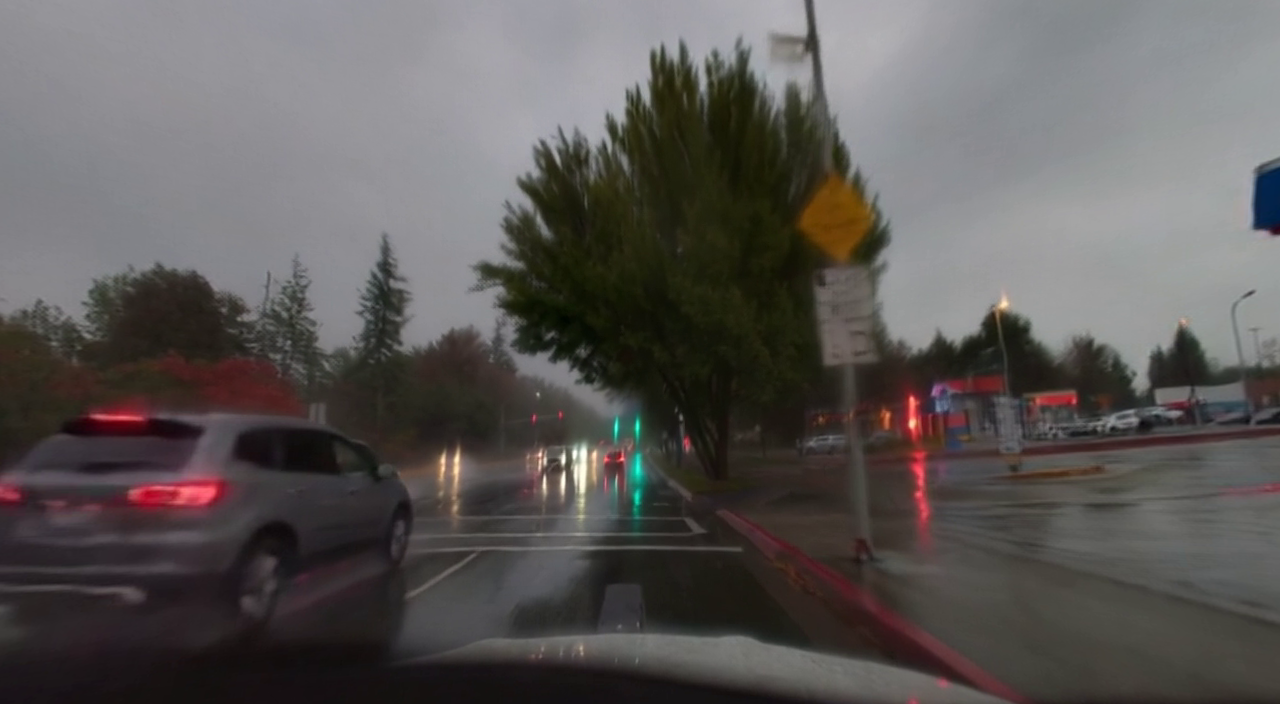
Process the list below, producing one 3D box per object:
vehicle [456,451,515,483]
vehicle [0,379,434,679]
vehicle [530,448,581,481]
[{"bbox_3d":[-7.722,5.802,31.849,1.875,1.479,4.558,0,-10,-1],"label":"vehicle"},{"bbox_3d":[-3.945,1.458,6.151,2.306,1.815,4.476,0,-10,0],"label":"vehicle"},{"bbox_3d":[-4.344,5.876,33.040,2.060,1.580,3.980,0,-10,1],"label":"vehicle"}]
